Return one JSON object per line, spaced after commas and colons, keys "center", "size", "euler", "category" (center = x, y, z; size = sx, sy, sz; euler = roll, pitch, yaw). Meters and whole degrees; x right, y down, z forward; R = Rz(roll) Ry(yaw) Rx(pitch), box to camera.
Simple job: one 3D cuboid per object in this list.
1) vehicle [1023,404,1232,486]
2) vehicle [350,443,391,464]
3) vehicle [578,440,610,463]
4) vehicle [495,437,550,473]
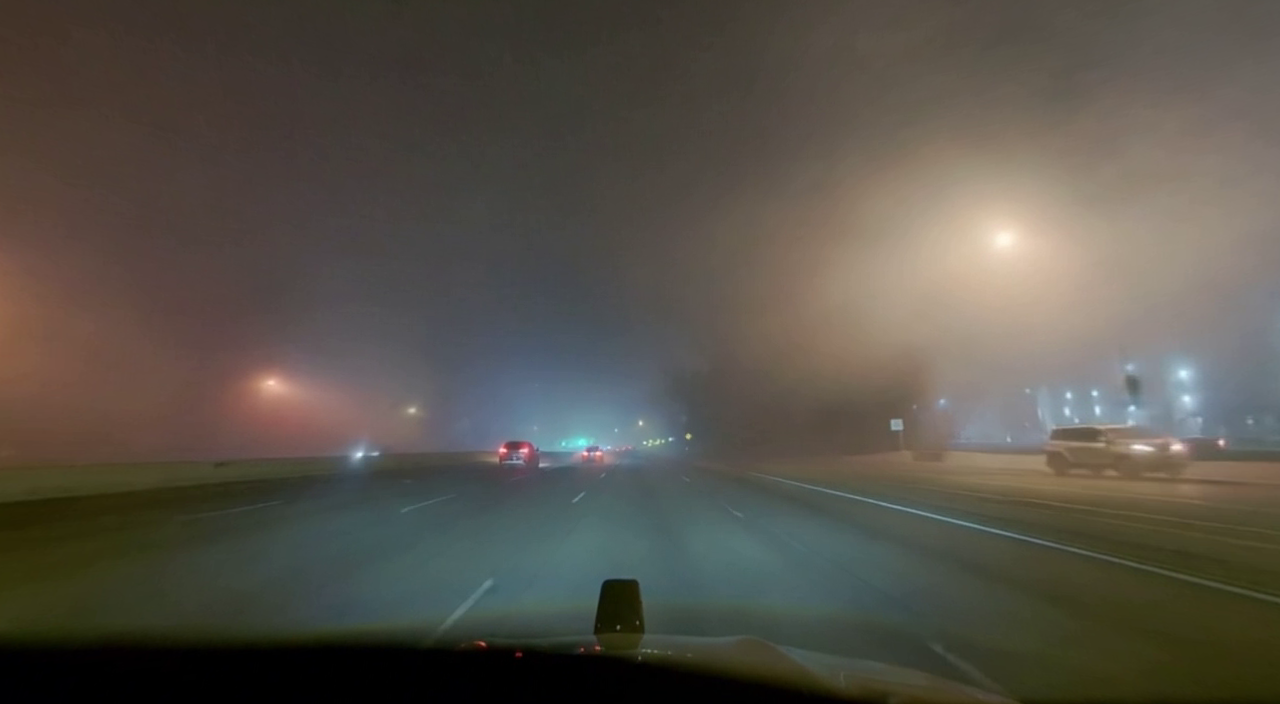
{"center": [19.729, 3.878, 26.221], "size": [2.873, 2.907, 6.459], "euler": [2, -9, -8], "category": "vehicle"}
{"center": [-19.598, 7.376, 46.028], "size": [1.566, 1.406, 3.494], "euler": [0, -8, -2], "category": "vehicle"}
{"center": [-3.435, 7.491, 47.715], "size": [2.027, 1.697, 4.307], "euler": [0, -8, 1], "category": "vehicle"}
{"center": [-6.324, 5.599, 34.563], "size": [2.015, 1.762, 4.790], "euler": [0, -8, 1], "category": "vehicle"}
